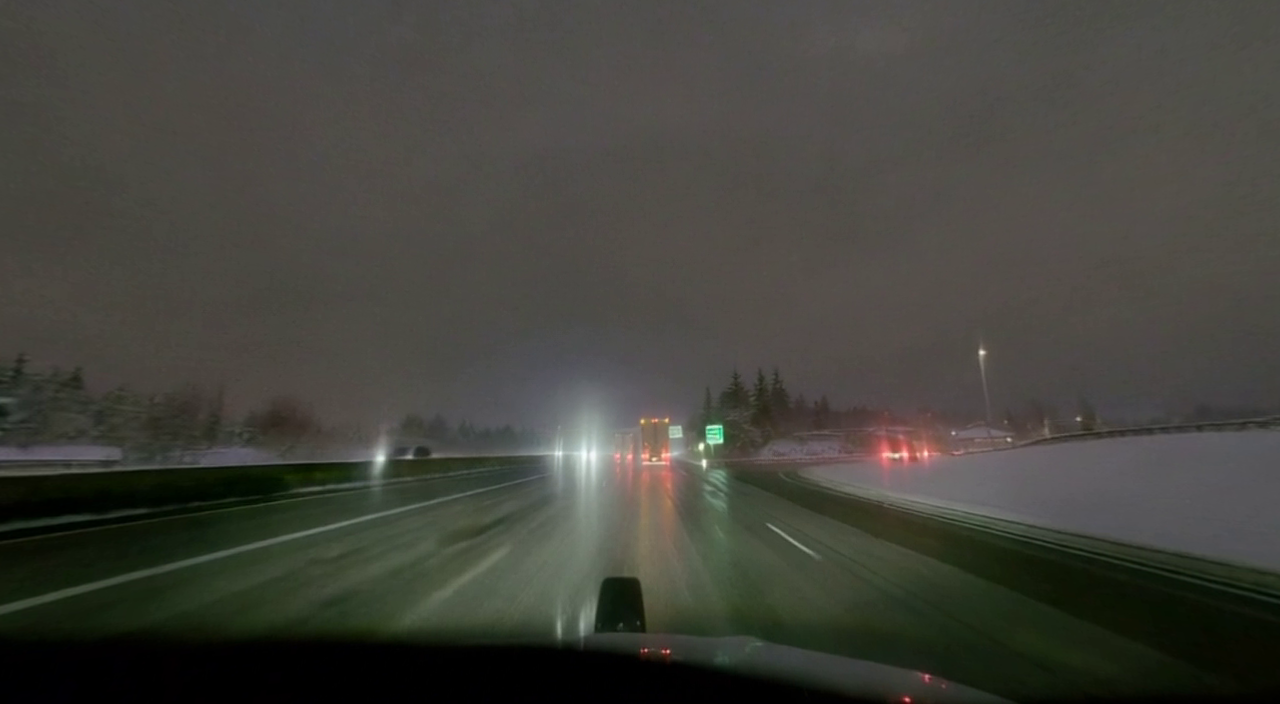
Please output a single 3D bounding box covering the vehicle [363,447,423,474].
[{"bbox_3d":[-15.749,6.959,40.432,1.895,1.607,4.412,-1,-9,2],"label":"vehicle"}]
